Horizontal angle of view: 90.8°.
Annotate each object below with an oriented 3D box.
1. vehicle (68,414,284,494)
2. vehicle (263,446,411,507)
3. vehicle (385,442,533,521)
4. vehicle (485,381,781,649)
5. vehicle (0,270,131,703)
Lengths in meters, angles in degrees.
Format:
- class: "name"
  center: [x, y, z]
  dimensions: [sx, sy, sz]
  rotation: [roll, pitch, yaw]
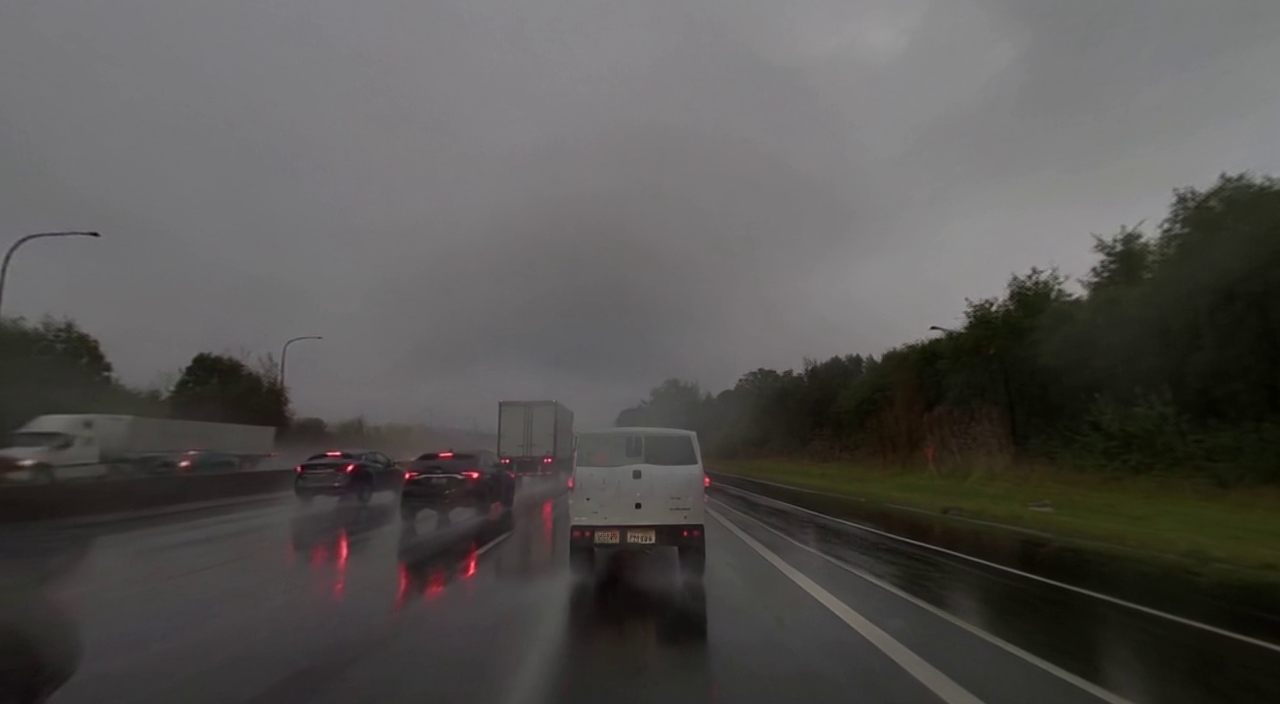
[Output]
- class: "vehicle"
  center: [-23.141, 5.251, 32.775]
  dimensions: [2.735, 3.428, 11.168]
  rotation: [0, -9, 0]
- class: "vehicle"
  center: [-8.210, 3.393, 17.693]
  dimensions: [1.874, 1.470, 4.576]
  rotation: [0, -9, 0]
- class: "vehicle"
  center: [-3.896, 2.851, 14.481]
  dimensions: [1.986, 1.501, 4.407]
  rotation: [-1, -9, 1]
- class: "vehicle"
  center: [-0.090, 1.361, 6.062]
  dimensions: [1.995, 1.798, 3.380]
  rotation: [0, -9, -1]
- class: "vehicle"
  center: [-3.914, 0.438, 1.089]
  dimensions: [2.055, 2.144, 4.782]
  rotation: [0, -9, -1]
